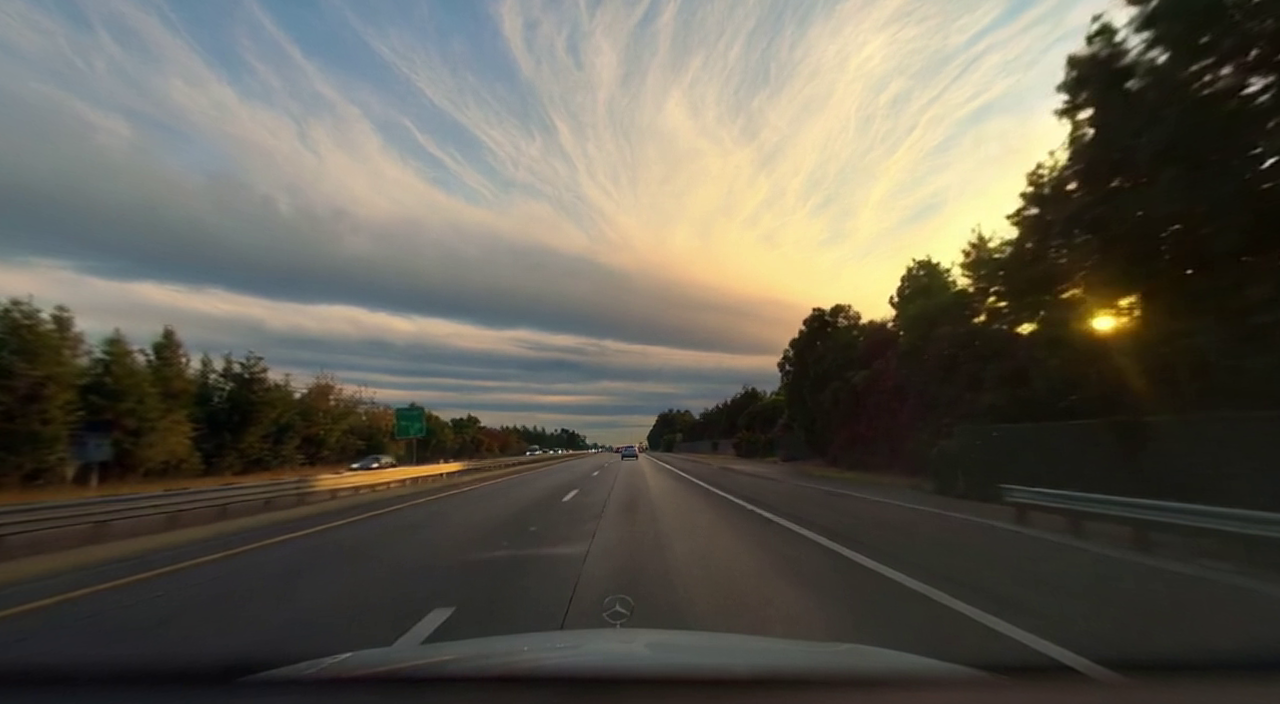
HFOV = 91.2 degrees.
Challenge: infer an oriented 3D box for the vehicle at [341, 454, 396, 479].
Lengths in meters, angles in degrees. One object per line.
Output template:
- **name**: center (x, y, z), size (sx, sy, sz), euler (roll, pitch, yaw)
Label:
- **vehicle**: center (-17.144, 7.197, 39.746), size (1.611, 1.444, 4.246), euler (0, -9, -1)
